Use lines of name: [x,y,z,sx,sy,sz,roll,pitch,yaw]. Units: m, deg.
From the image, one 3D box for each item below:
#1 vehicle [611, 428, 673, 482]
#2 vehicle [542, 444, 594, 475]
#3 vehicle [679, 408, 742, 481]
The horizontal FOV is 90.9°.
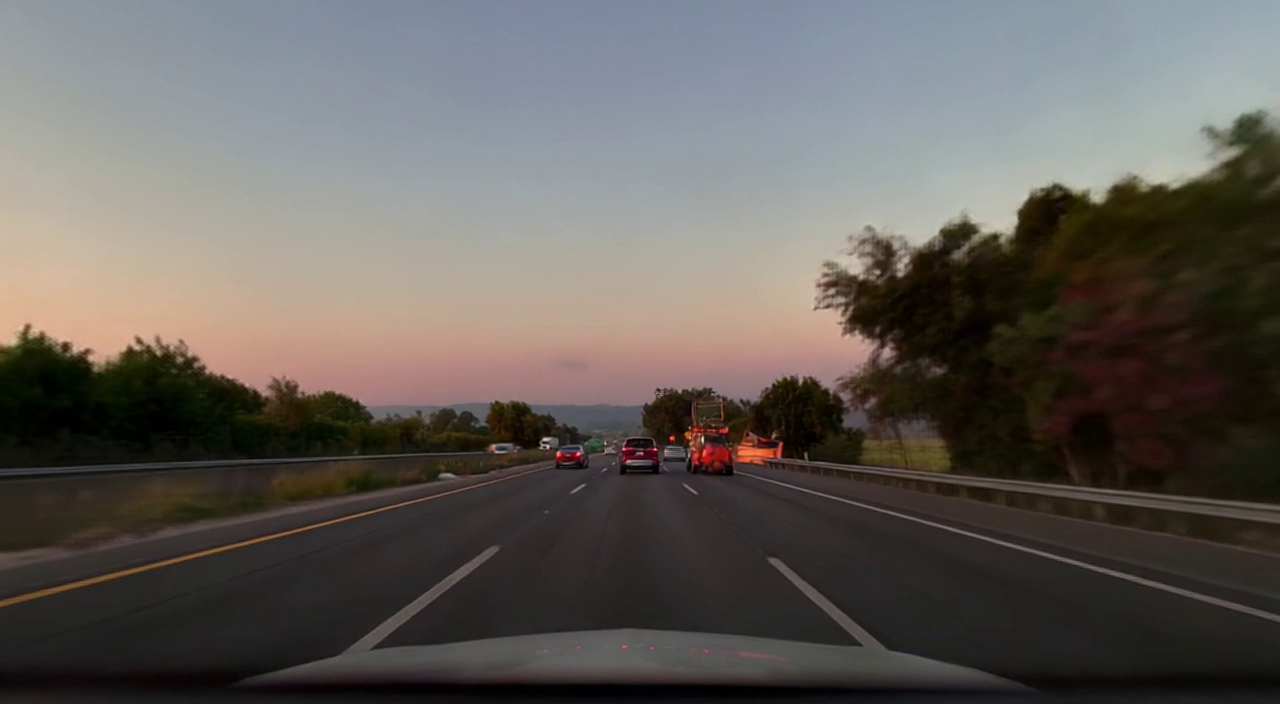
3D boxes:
vehicle: [0.083,4.208,25.960,2.308,1.993,4.631,0,-8,1]
vehicle: [-3.601,5.471,32.441,2.096,1.469,4.319,0,-8,1]
vehicle: [4.026,5.575,38.193,2.793,3.828,9.580,0,-8,1]
